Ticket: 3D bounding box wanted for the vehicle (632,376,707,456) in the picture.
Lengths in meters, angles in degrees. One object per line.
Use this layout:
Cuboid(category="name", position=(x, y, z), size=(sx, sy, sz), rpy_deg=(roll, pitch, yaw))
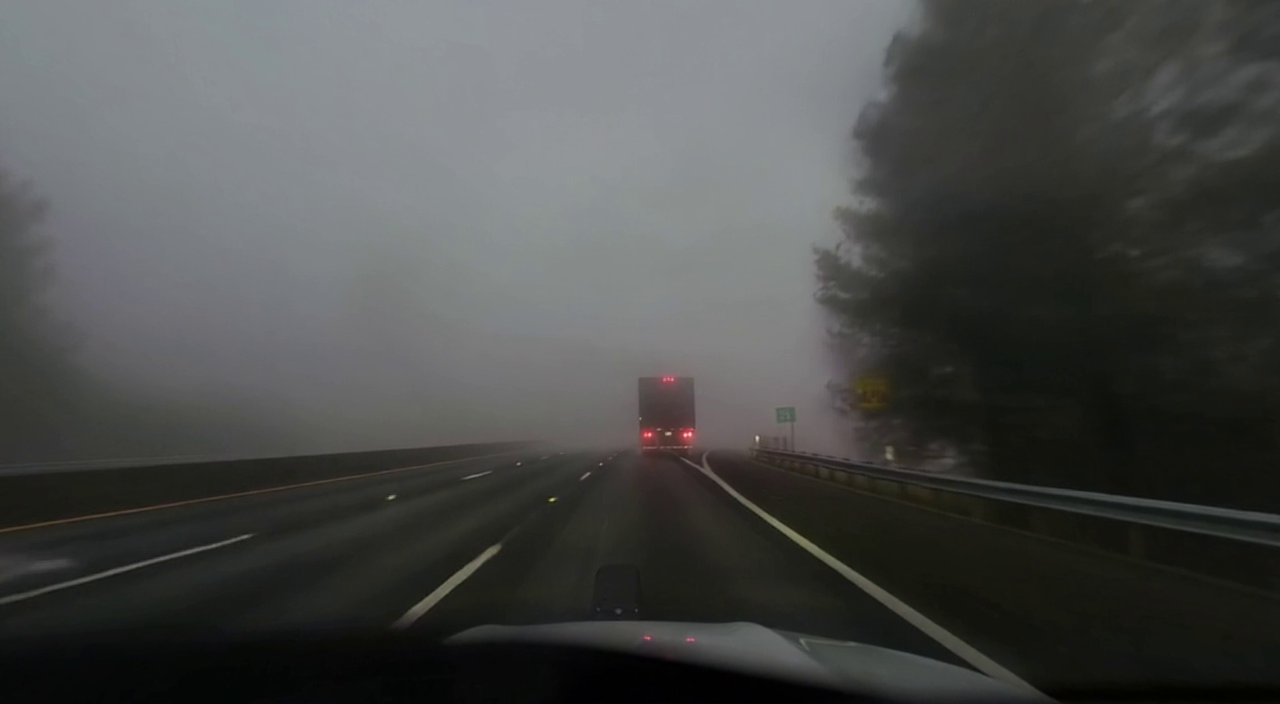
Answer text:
Cuboid(category="vehicle", position=(1.517, 3.785, 35.414), size=(3.446, 3.698, 12.089), rpy_deg=(-1, -8, 1))
